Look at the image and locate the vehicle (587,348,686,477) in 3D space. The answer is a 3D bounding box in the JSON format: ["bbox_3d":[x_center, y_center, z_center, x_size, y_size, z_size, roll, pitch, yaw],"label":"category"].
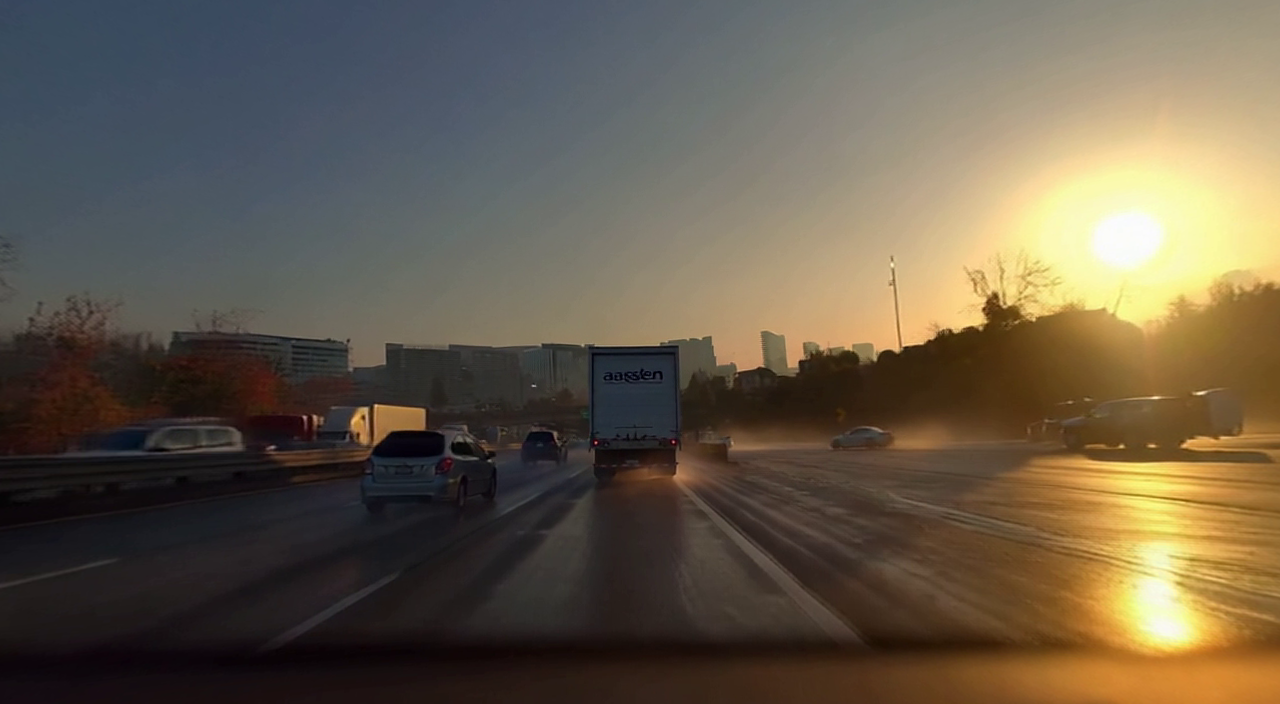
[{"bbox_3d":[-0.213,2.680,25.968,3.171,4.204,11.036,0,-8,-1],"label":"vehicle"}]

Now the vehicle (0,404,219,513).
[{"bbox_3d":[-15.509,2.883,17.761,2.344,2.444,7.023,0,-8,0],"label":"vehicle"}]

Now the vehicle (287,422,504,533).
[{"bbox_3d":[-3.823,2.014,10.819,1.964,1.507,4.361,0,-8,0],"label":"vehicle"}]

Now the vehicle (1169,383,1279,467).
[{"bbox_3d":[19.494,2.387,20.512,1.658,2.523,2.851,0,-8,-4],"label":"vehicle"}]

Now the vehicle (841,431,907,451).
[{"bbox_3d":[18.204,6.935,49.073,2.017,1.489,4.324,6,-10,-38],"label":"vehicle"}]

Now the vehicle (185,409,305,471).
[{"bbox_3d":[-22.542,5.090,36.401,2.378,3.231,6.822,0,-8,1],"label":"vehicle"}]

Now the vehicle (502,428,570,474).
[{"bbox_3d":[-3.875,3.746,24.083,1.946,1.599,4.073,0,-8,0],"label":"vehicle"}]

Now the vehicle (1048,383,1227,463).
[{"bbox_3d":[18.888,2.801,24.367,2.432,2.753,5.388,0,-8,1],"label":"vehicle"}]
